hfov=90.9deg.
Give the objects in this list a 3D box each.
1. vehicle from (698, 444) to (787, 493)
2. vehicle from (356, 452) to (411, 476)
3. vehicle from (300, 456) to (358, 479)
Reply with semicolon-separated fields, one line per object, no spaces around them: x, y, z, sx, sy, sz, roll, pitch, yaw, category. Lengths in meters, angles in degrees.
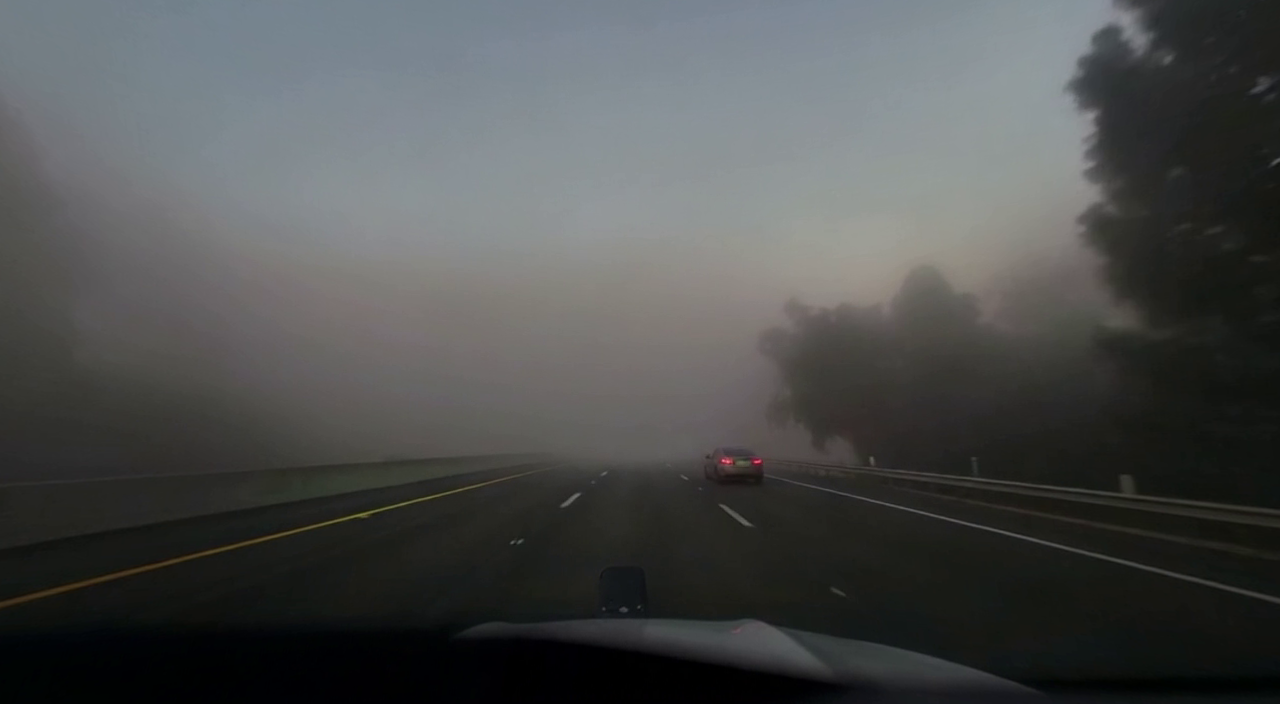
3.354;3.906;21.641;2.193;1.462;4.533;0;-8;-1;vehicle
-17.586;7.665;43.443;1.910;1.465;4.442;0;-8;1;vehicle
-21.263;7.883;43.271;1.764;1.380;4.225;0;-8;0;vehicle
